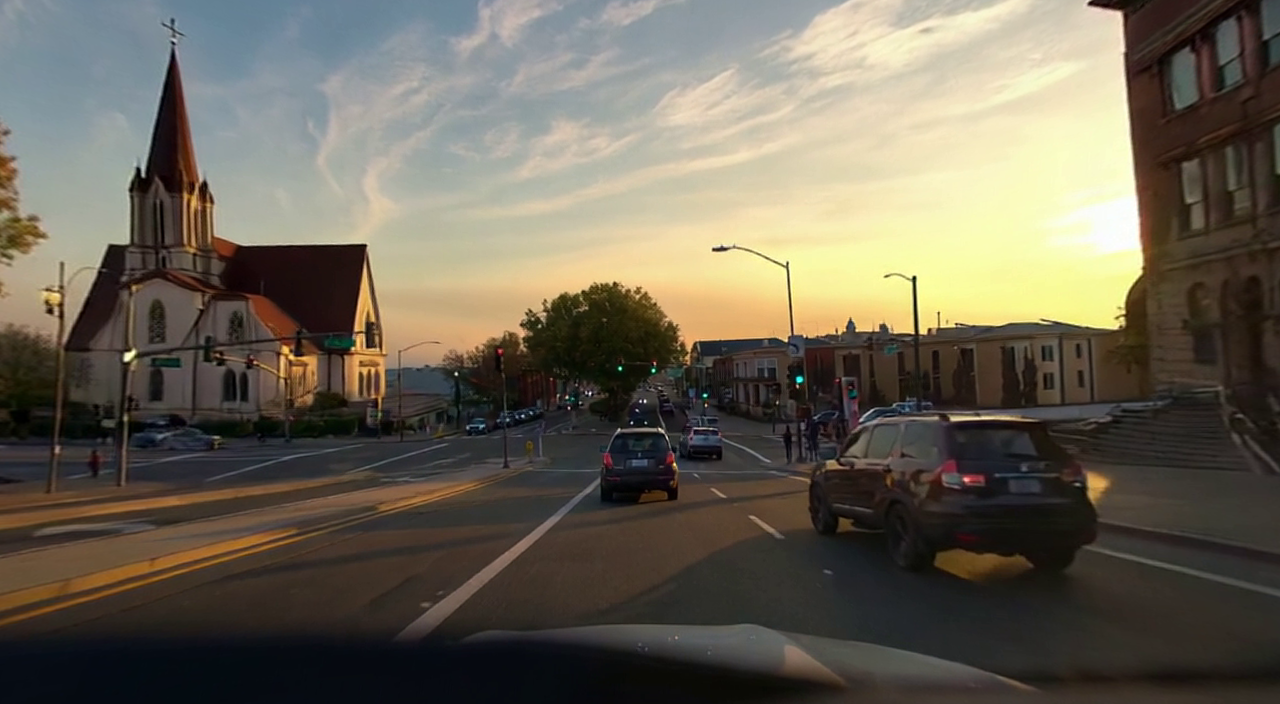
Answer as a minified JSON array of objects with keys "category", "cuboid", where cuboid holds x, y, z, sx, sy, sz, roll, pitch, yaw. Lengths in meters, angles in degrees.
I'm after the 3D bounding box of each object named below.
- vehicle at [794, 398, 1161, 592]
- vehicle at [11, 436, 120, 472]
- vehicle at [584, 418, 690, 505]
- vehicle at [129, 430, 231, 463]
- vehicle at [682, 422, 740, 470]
[{"category":"vehicle","cuboid":[3.638,1.638,8.120,2.080,1.735,4.650,0,-8,-1]},{"category":"vehicle","cuboid":[-34.232,6.064,37.722,4.551,1.784,2.121,0,0,-1]},{"category":"vehicle","cuboid":[0.027,2.575,15.141,2.168,1.776,4.135,-1,-8,3]},{"category":"vehicle","cuboid":[-29.879,6.131,41.159,4.955,1.828,2.268,-1,-3,-2]},{"category":"vehicle","cuboid":[3.651,4.889,33.505,2.228,1.922,5.335,5,-4,-1]}]
